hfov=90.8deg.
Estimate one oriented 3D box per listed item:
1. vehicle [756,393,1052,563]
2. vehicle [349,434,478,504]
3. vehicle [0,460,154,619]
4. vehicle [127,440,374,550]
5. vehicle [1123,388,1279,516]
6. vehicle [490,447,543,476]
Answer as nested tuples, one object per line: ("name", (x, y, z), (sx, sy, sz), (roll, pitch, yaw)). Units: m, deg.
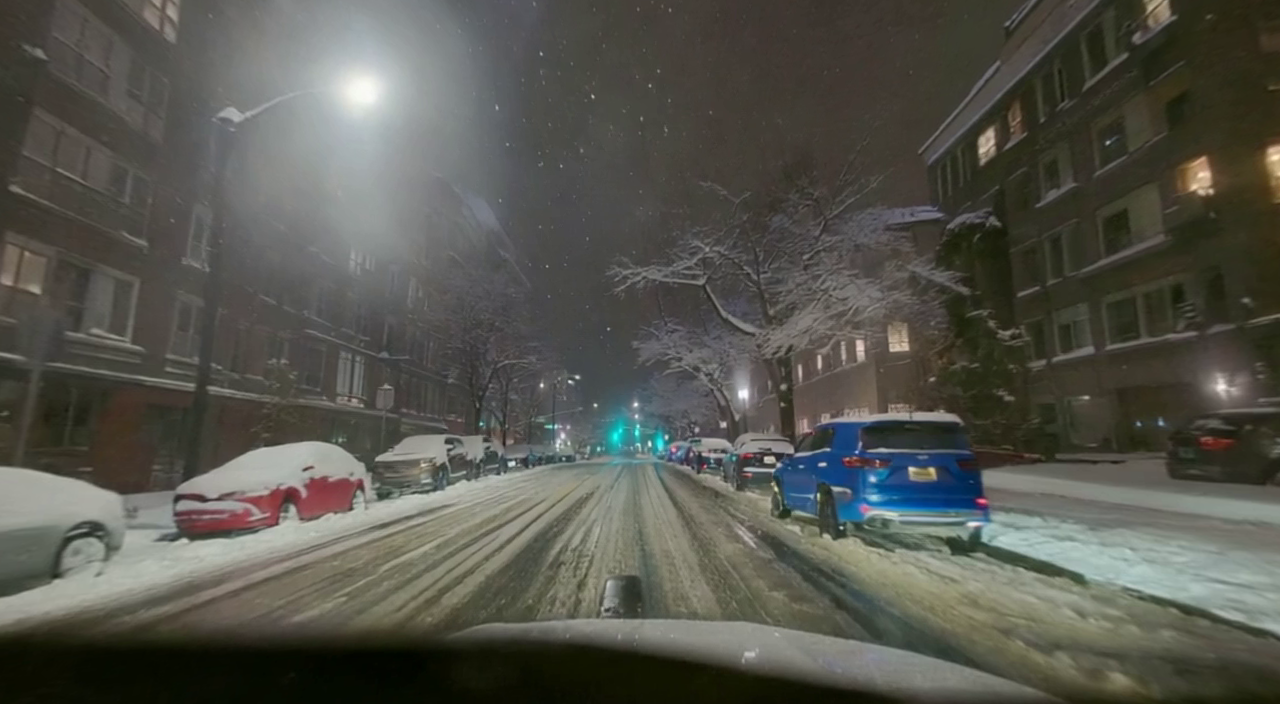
("vehicle", (3.274, 1.713, 9.250), (2.118, 1.793, 4.885), (0, -9, -1))
("vehicle", (-6.753, 3.534, 19.517), (2.224, 1.849, 4.772), (0, -9, 0))
("vehicle", (-6.799, 1.680, 5.369), (1.822, 1.411, 4.389), (0, -9, 0))
("vehicle", (-6.841, 2.501, 11.766), (1.938, 1.654, 4.130), (0, -9, 0))
("vehicle", (10.525, 1.683, 10.805), (4.406, 1.796, 2.127), (5, -10, -34))
("vehicle", (-6.737, 5.991, 34.855), (1.913, 1.479, 4.714), (-1, -9, 1))
